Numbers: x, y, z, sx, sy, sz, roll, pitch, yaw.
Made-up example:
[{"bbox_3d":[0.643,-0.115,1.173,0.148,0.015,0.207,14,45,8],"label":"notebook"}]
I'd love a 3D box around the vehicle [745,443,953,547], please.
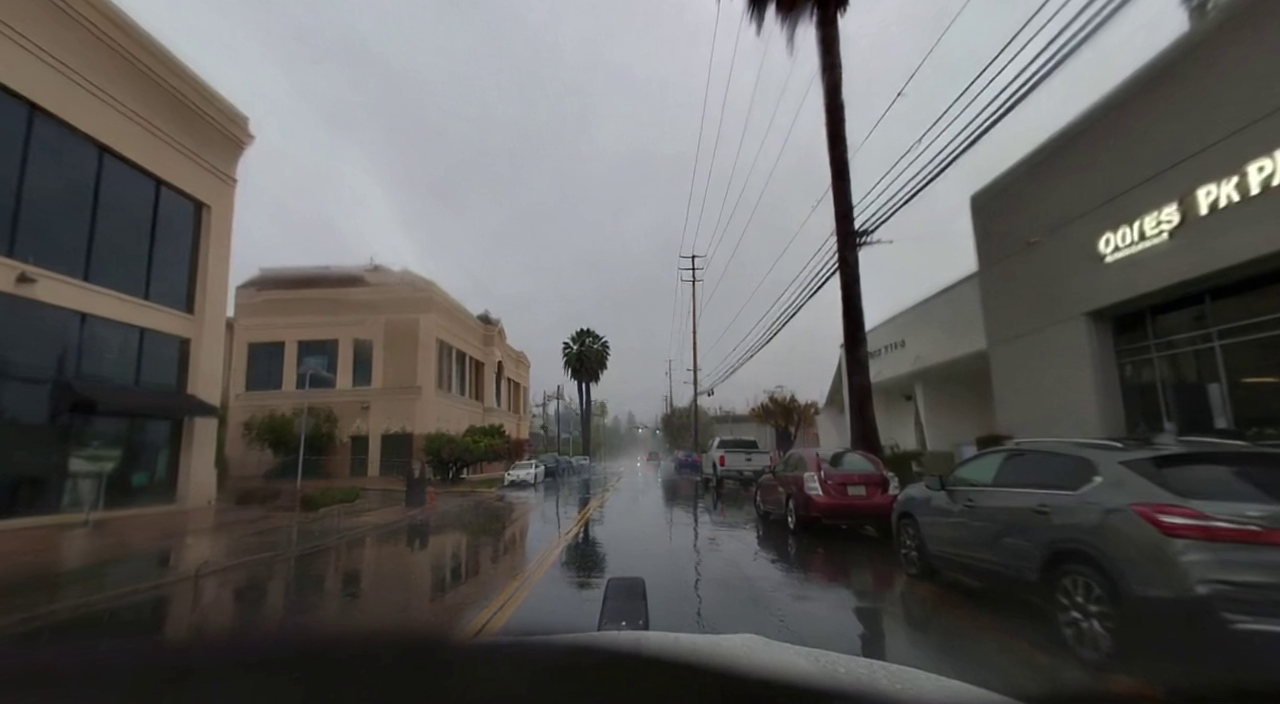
[{"bbox_3d":[3.530,2.490,11.844,2.060,1.513,4.741,0,-8,-3],"label":"vehicle"}]

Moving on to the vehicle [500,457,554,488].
[{"bbox_3d":[-6.001,6.435,34.030,1.982,1.453,4.577,0,-8,1],"label":"vehicle"}]

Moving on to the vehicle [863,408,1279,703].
[{"bbox_3d":[3.672,1.346,4.921,1.961,1.546,4.857,0,-8,-2],"label":"vehicle"}]

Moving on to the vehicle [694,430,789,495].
[{"bbox_3d":[3.632,4.134,24.021,2.485,2.123,6.029,0,-8,-1],"label":"vehicle"}]
